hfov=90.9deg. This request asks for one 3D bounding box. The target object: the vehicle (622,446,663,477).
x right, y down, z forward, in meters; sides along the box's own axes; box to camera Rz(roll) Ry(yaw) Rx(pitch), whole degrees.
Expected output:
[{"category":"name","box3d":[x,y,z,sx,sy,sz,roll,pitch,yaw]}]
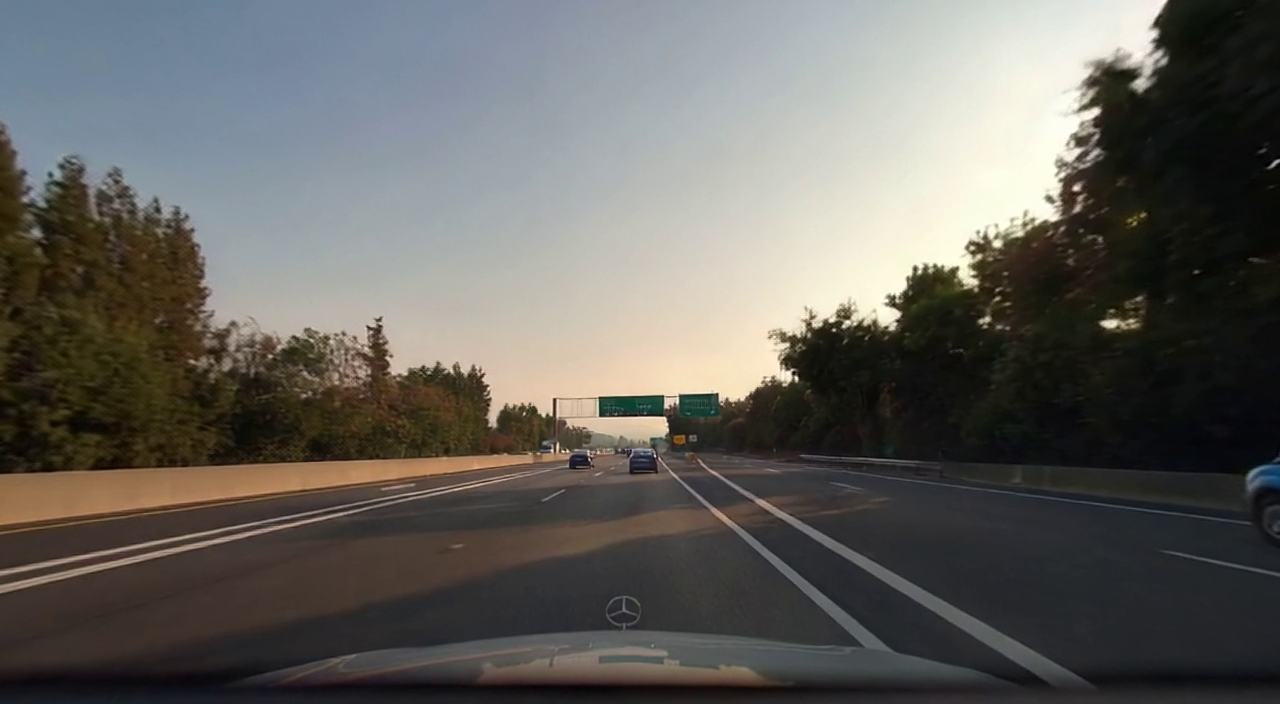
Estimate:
[{"category":"vehicle","box3d":[0.082,5.612,32.465,2.002,1.449,3.612,0,-9,-1]}]

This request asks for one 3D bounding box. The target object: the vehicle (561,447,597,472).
[{"category":"vehicle","box3d":[-3.863,6.847,40.446,1.877,1.504,3.799,0,-9,1]}]
